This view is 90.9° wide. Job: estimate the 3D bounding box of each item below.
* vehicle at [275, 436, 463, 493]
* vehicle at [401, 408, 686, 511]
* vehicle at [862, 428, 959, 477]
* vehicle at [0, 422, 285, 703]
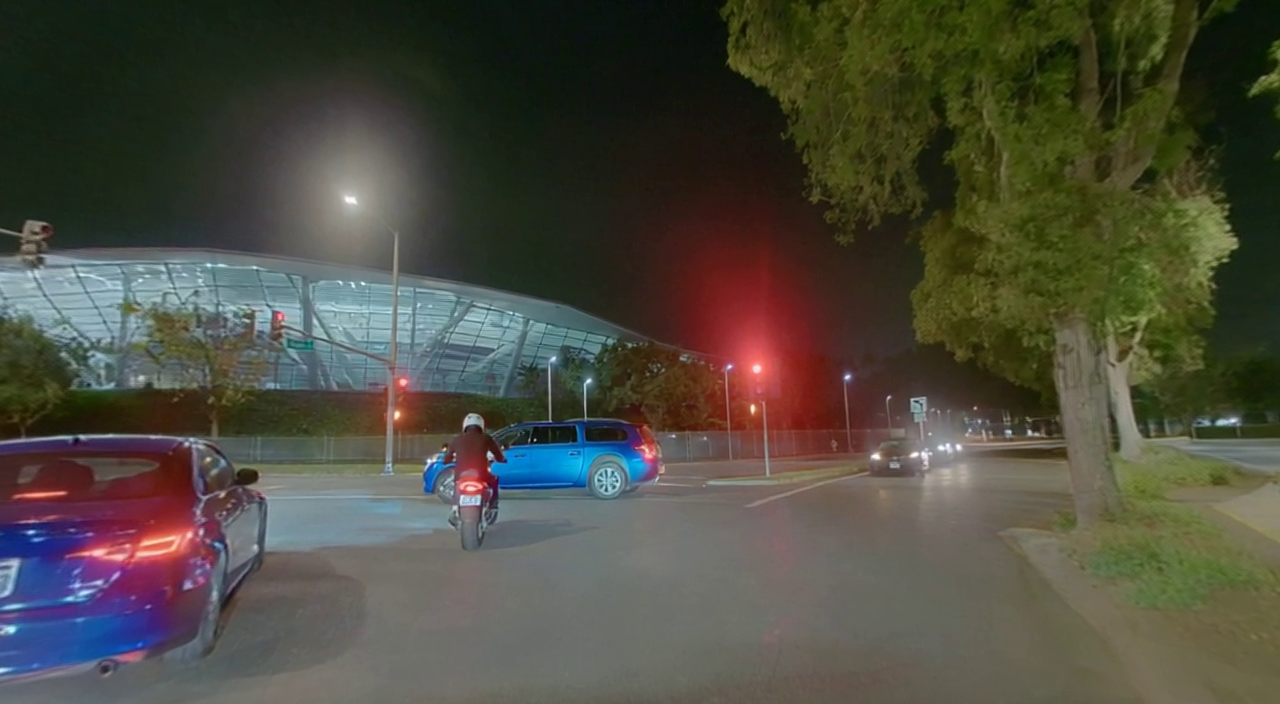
[{"bbox_3d":[-7.465,3.119,17.671,4.401,1.480,1.864,-1,-8,2],"label":"vehicle"},{"bbox_3d":[-2.132,2.346,14.196,5.833,1.960,2.341,2,-9,-16],"label":"vehicle"},{"bbox_3d":[10.250,3.732,23.697,2.084,1.656,4.583,-7,-10,38],"label":"vehicle"},{"bbox_3d":[-4.114,1.315,4.689,2.009,1.450,4.182,6,-10,-35],"label":"vehicle"}]
